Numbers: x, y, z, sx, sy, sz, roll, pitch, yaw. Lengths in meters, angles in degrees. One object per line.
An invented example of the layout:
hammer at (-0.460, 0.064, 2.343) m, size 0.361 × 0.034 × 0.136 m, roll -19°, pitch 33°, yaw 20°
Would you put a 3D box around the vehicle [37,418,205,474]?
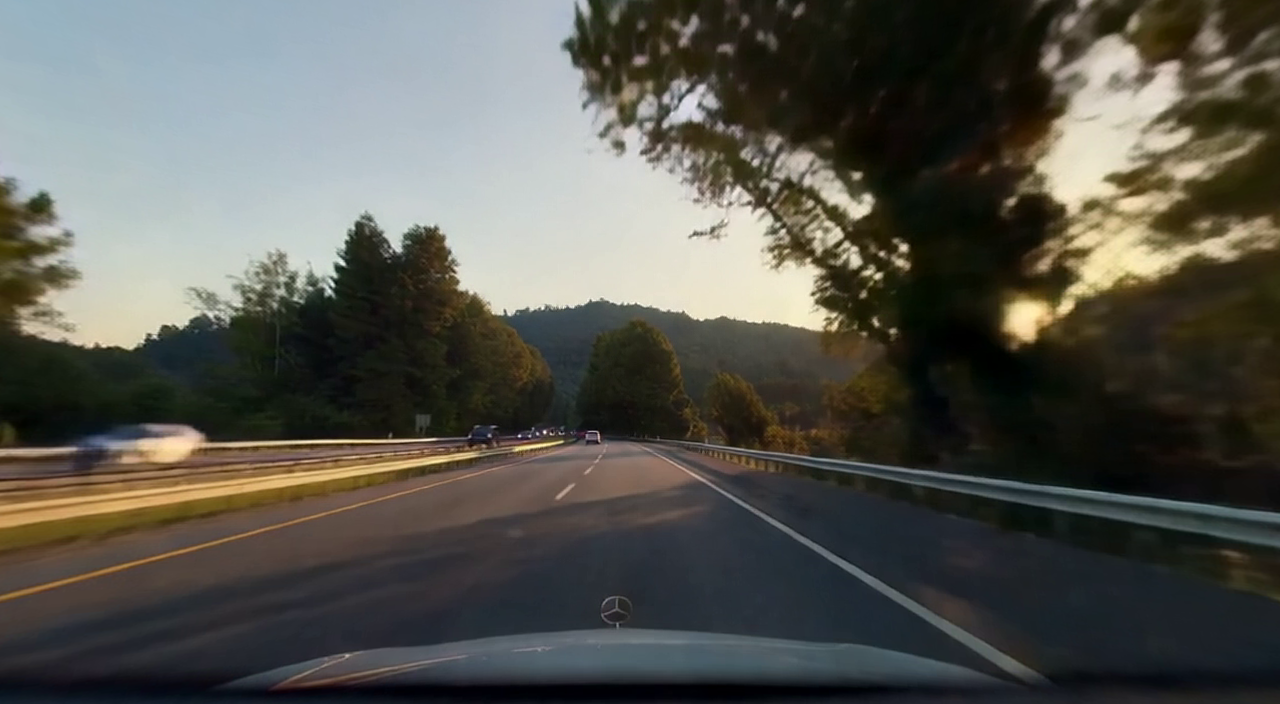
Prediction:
vehicle at (-17.168, 3.129, 21.193) m, size 1.880 × 1.643 × 4.441 m, roll 0°, pitch -8°, yaw -1°
